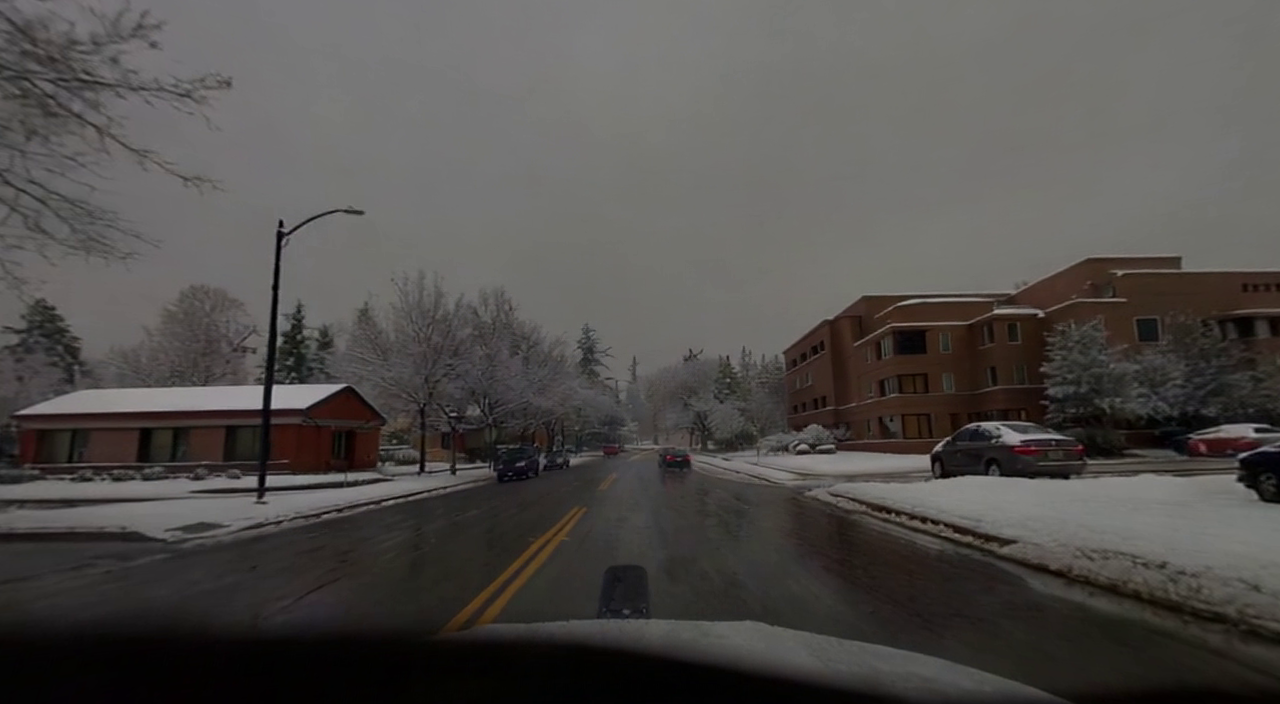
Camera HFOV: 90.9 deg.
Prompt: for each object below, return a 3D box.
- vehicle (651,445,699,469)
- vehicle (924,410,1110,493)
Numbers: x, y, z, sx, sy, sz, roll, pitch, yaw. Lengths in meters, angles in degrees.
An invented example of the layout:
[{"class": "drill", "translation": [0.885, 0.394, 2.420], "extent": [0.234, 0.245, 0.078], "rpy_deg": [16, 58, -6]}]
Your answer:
[{"class": "vehicle", "translation": [2.640, 8.094, 48.682], "extent": [2.097, 1.740, 4.277], "rpy_deg": [3, -9, -20]}, {"class": "vehicle", "translation": [9.559, 2.637, 16.580], "extent": [2.018, 1.840, 4.662], "rpy_deg": [0, -10, 1]}]
